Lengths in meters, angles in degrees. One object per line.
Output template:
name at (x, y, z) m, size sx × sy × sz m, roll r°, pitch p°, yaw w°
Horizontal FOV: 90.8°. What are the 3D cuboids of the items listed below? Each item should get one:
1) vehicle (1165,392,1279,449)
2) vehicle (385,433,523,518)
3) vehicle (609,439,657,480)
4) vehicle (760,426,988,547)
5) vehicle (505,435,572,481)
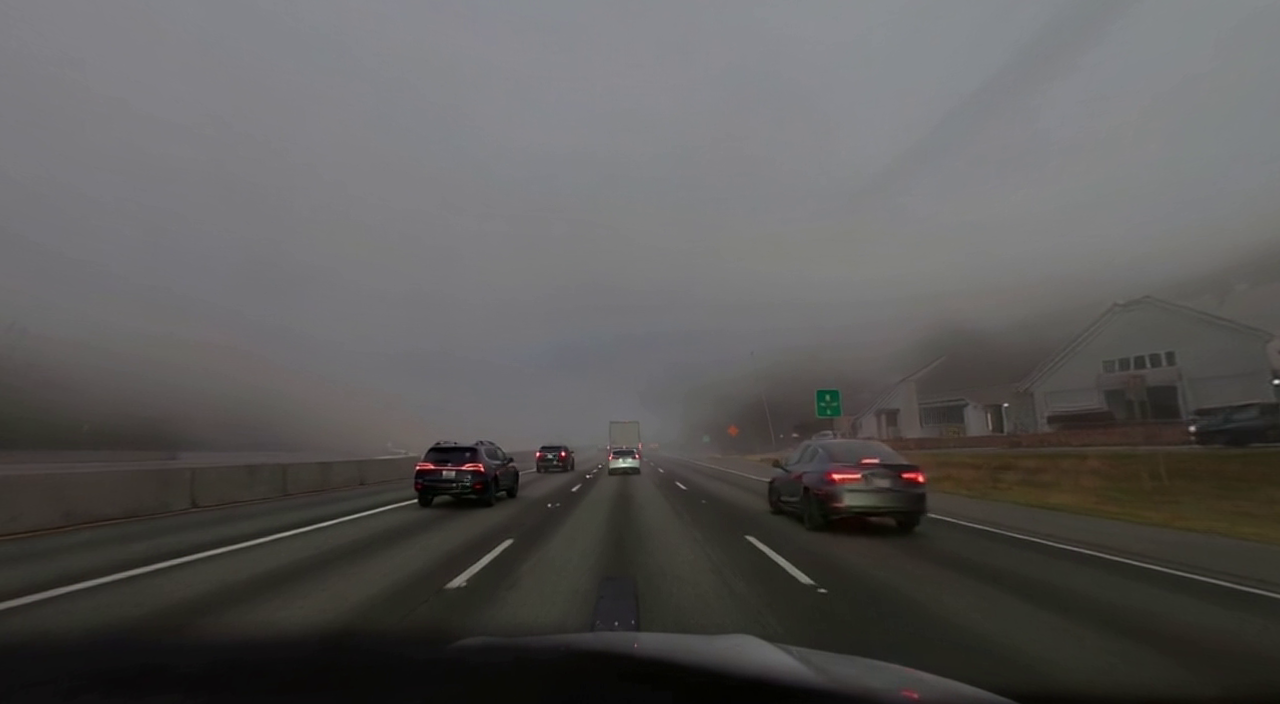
vehicle at (20.031, 2.265, 20.392) m, size 2.048 × 1.674 × 4.106 m, roll 3°, pitch -9°, yaw -18°
vehicle at (-4.080, 2.776, 14.639) m, size 1.988 × 1.668 × 4.021 m, roll 0°, pitch -9°, yaw 0°
vehicle at (-0.338, 4.892, 28.997) m, size 2.063 × 1.703 × 4.203 m, roll 0°, pitch -9°, yaw -1°
vehicle at (3.469, 2.084, 10.436) m, size 2.027 × 1.554 × 4.252 m, roll 0°, pitch -9°, yaw -1°
vehicle at (-4.577, 4.917, 29.559) m, size 2.301 × 1.944 × 5.482 m, roll 0°, pitch -9°, yaw -1°
